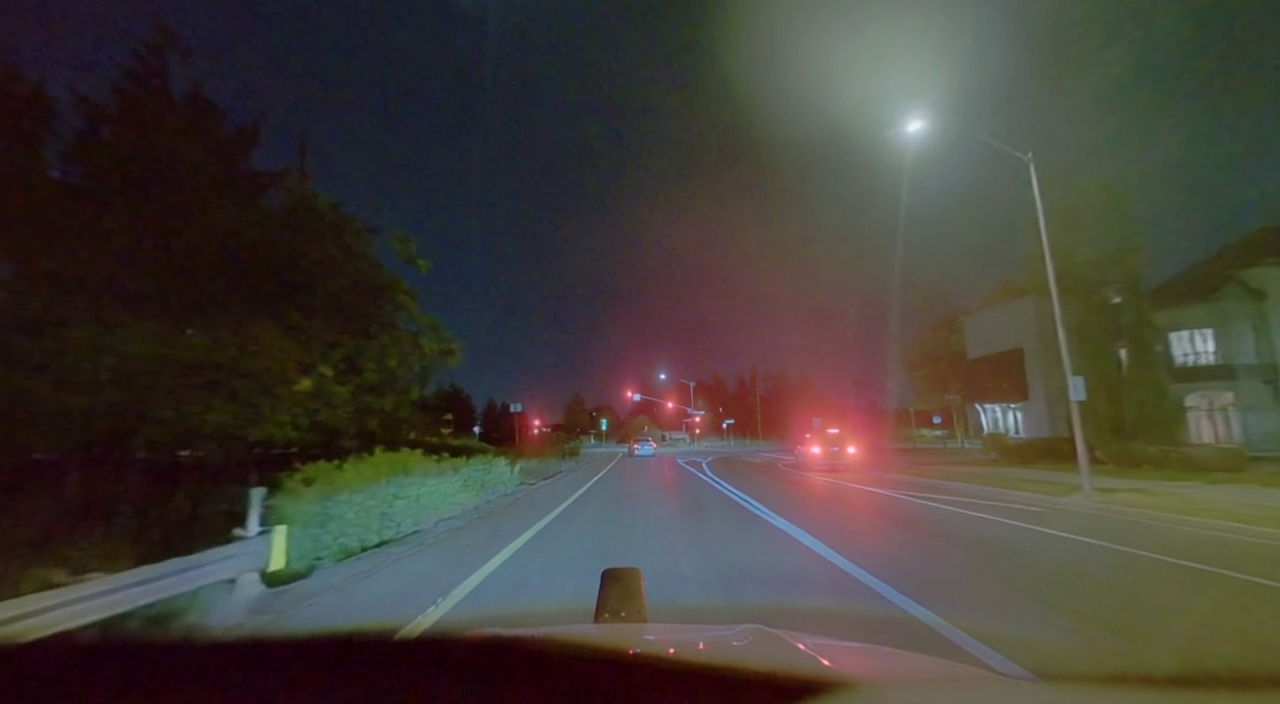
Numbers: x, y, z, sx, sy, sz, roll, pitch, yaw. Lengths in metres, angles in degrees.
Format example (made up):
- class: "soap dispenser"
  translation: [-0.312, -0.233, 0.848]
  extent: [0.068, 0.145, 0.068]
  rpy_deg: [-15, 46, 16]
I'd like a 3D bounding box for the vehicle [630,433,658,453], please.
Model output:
- class: "vehicle"
  translation: [0.258, 6.915, 47.822]
  extent: [2.056, 1.473, 4.380]
  rpy_deg: [0, -8, -1]
